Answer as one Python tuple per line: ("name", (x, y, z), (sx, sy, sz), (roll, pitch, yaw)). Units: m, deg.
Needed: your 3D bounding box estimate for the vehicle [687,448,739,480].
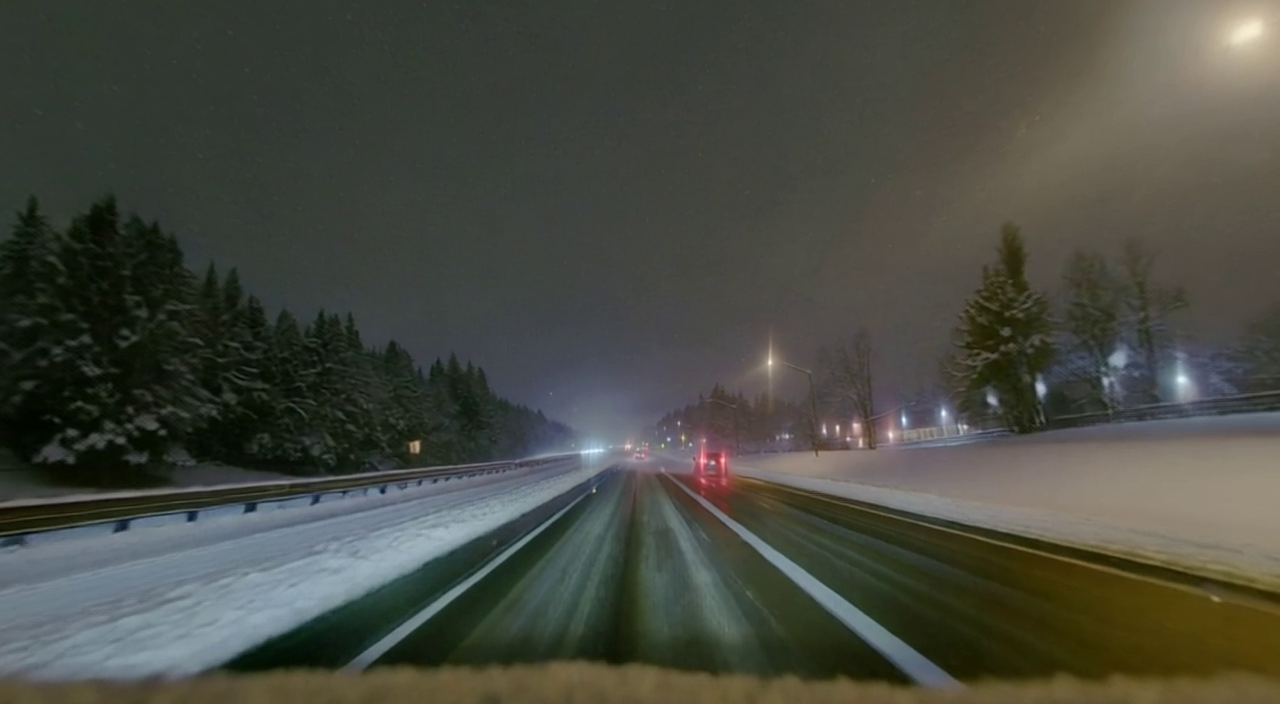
("vehicle", (3.627, 5.663, 32.114), (2.115, 1.522, 4.330), (0, -9, -1))
